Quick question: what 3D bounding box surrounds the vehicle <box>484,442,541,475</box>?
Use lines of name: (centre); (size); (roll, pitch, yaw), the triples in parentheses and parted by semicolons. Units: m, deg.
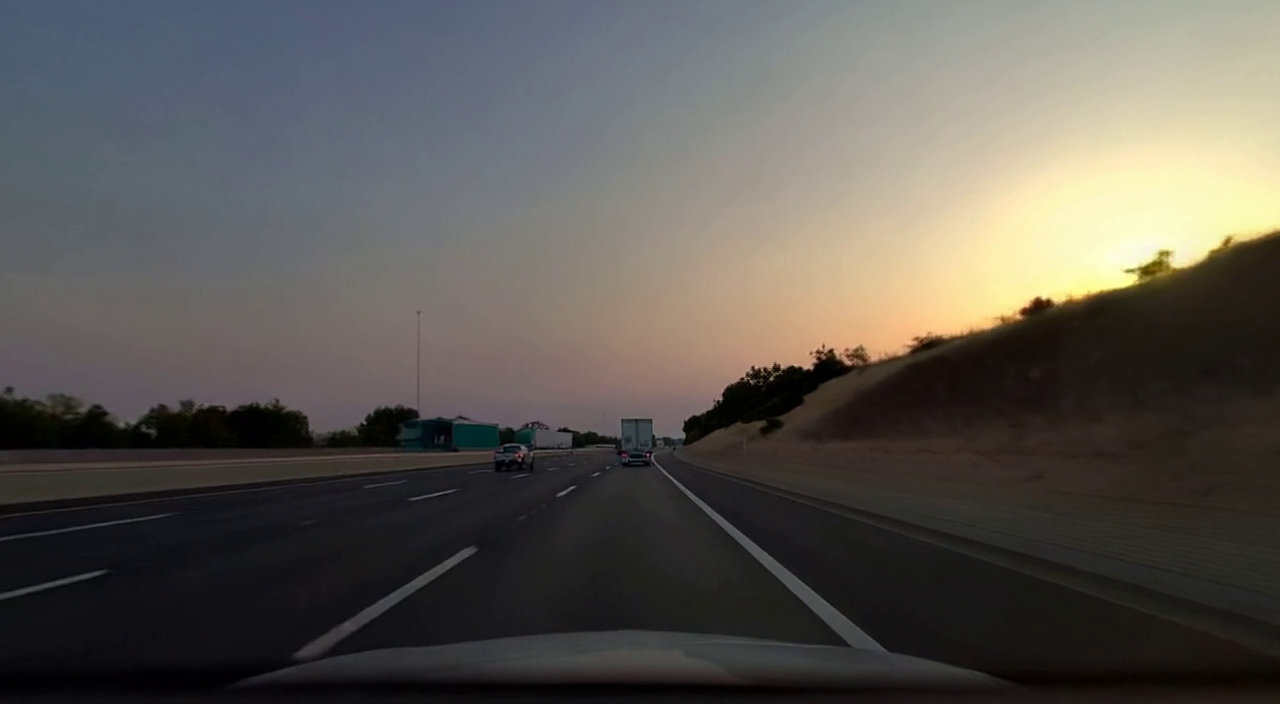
vehicle: (-6.964, 5.888, 34.994); (2.067, 1.676, 4.789); (0, -9, 1)
